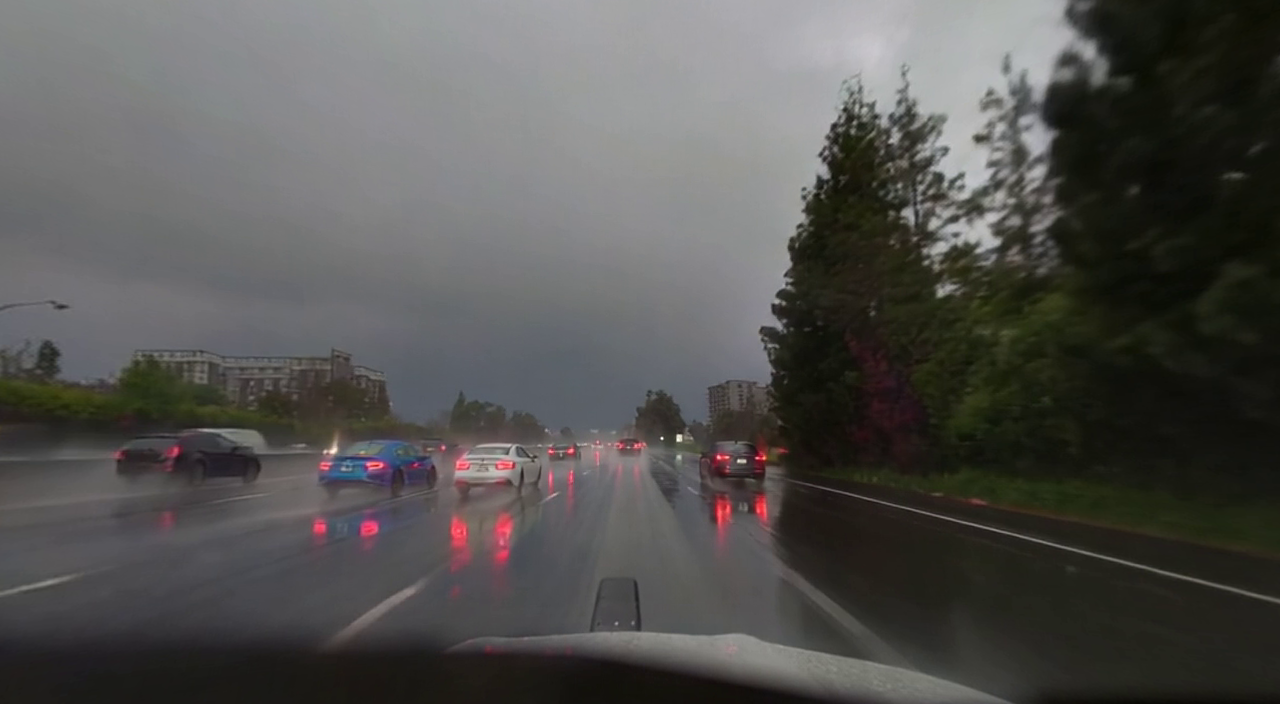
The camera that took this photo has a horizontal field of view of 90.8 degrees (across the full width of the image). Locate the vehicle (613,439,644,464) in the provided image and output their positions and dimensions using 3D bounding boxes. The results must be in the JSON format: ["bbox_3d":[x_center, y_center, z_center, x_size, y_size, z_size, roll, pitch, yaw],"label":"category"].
[{"bbox_3d":[-0.762,6.877,43.700,2.053,1.650,3.945,0,-8,-1],"label":"vehicle"}]

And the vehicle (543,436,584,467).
[{"bbox_3d":[-4.676,6.146,39.170,2.044,1.774,4.329,0,-8,0],"label":"vehicle"}]

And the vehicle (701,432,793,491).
[{"bbox_3d":[3.282,3.453,20.319,2.061,1.658,4.417,0,-8,-2],"label":"vehicle"}]

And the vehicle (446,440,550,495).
[{"bbox_3d":[-4.096,3.401,19.061,2.124,1.426,4.444,0,-8,0],"label":"vehicle"}]

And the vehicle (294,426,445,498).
[{"bbox_3d":[-7.525,3.101,18.292,2.086,1.776,5.080,0,-8,0],"label":"vehicle"}]

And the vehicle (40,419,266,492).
[{"bbox_3d":[-15.354,3.327,20.684,2.396,1.999,6.333,0,-8,0],"label":"vehicle"}]
